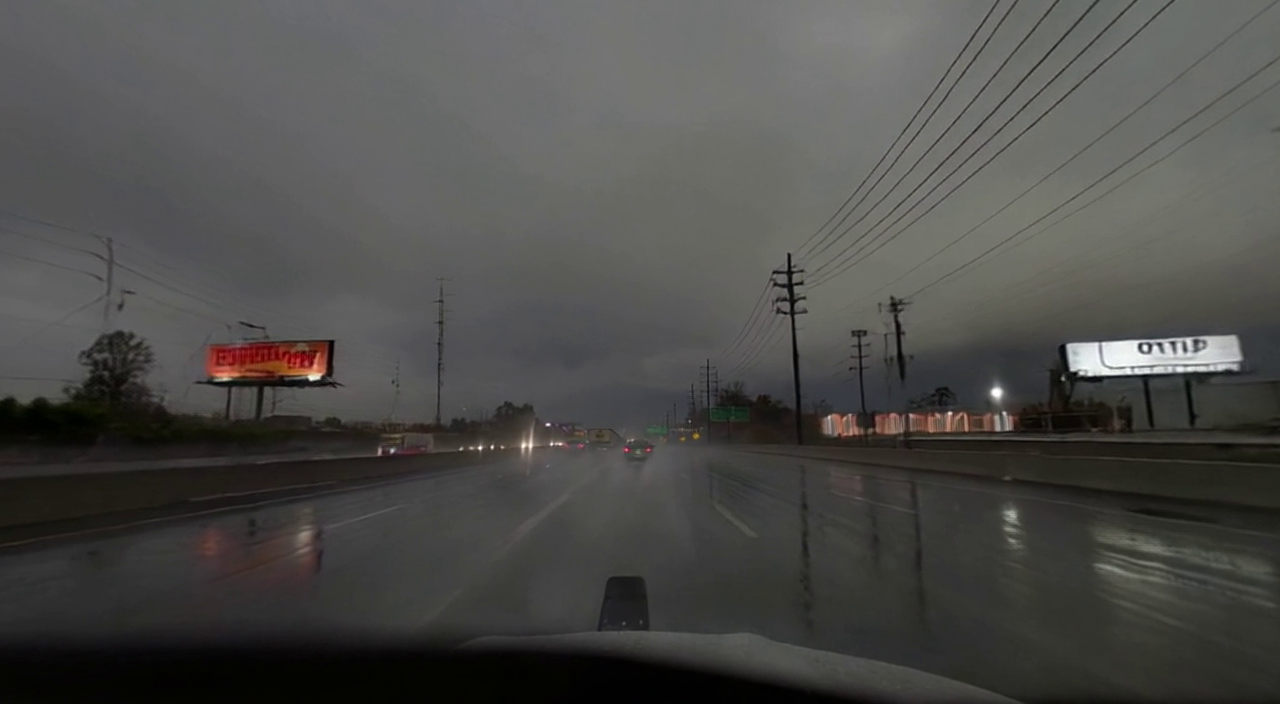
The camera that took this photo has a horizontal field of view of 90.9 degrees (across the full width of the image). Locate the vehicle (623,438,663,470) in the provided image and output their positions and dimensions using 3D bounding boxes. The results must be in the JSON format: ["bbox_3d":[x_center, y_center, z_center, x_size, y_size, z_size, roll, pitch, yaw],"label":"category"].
[{"bbox_3d":[0.164,5.040,31.369,1.891,1.444,3.968,0,-8,1],"label":"vehicle"}]
